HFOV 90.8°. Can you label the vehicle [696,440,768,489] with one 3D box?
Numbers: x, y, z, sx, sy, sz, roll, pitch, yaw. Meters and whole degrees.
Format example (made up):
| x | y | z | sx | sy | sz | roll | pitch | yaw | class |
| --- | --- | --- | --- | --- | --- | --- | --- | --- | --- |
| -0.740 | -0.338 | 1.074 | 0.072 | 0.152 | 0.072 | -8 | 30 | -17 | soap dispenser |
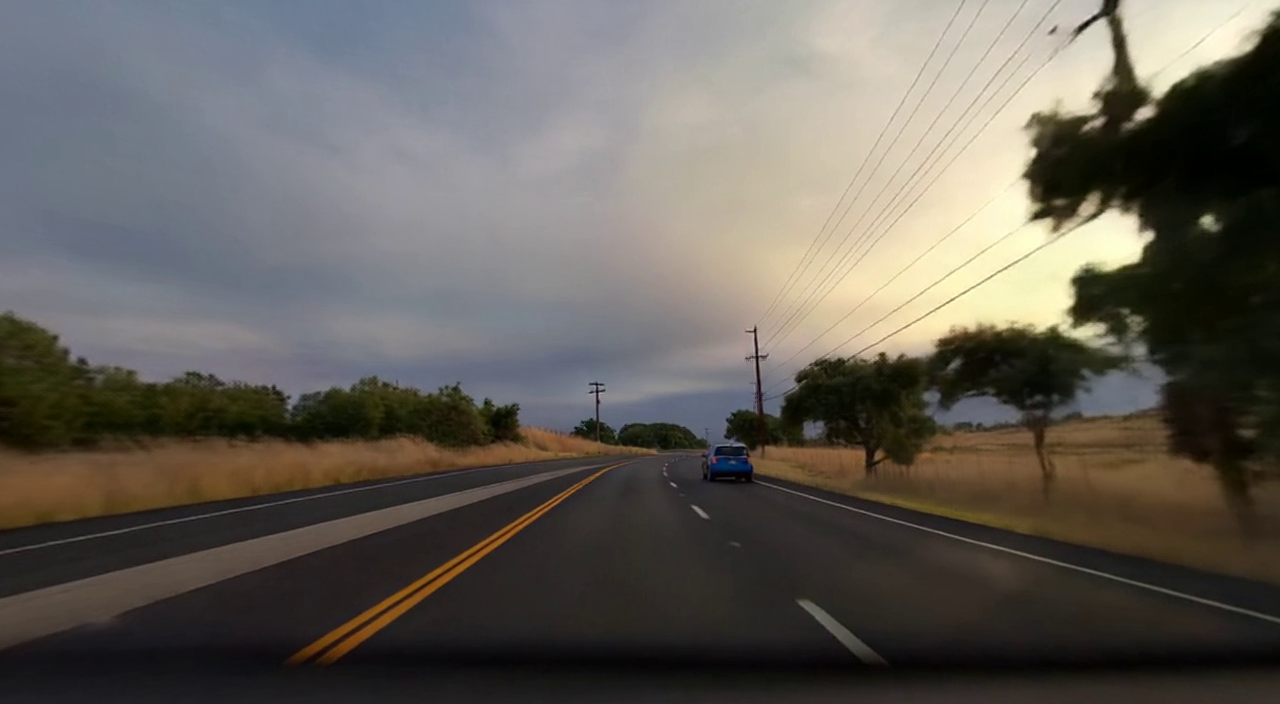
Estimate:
| x | y | z | sx | sy | sz | roll | pitch | yaw | class |
| --- | --- | --- | --- | --- | --- | --- | --- | --- | --- |
| 3.436 | 4.303 | 24.446 | 2.135 | 1.692 | 4.185 | 0 | -9 | 0 | vehicle |
